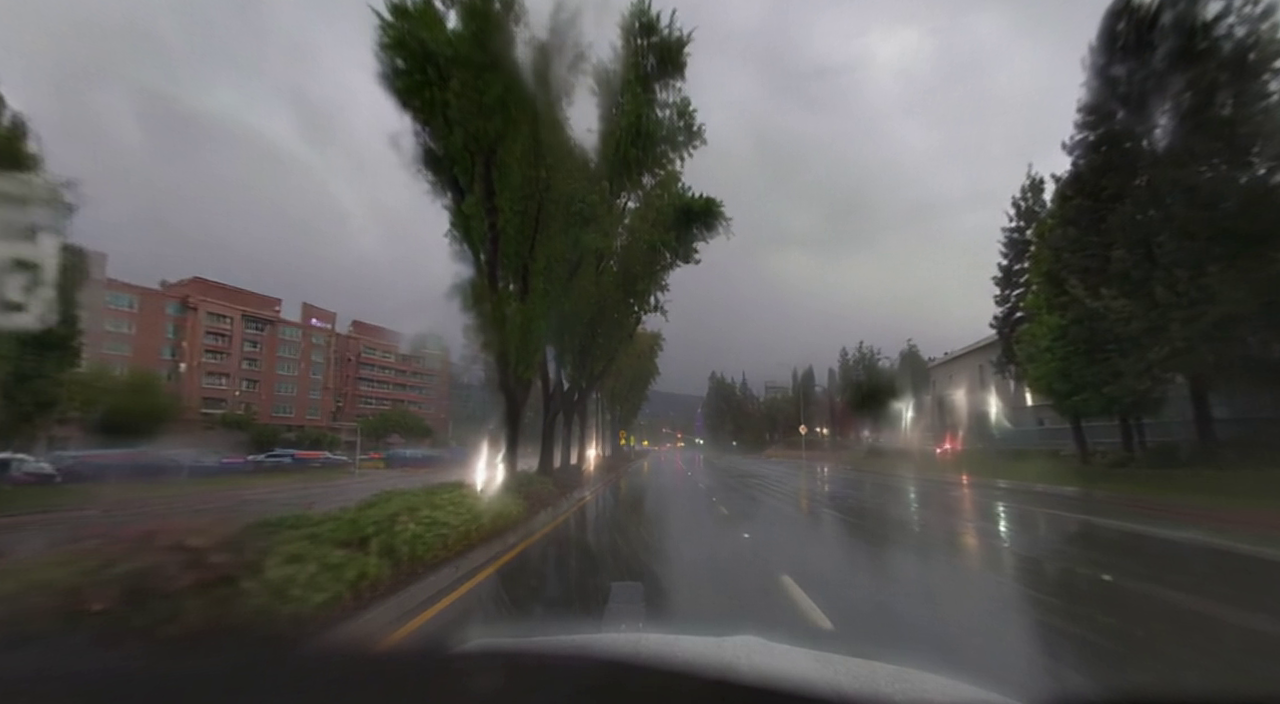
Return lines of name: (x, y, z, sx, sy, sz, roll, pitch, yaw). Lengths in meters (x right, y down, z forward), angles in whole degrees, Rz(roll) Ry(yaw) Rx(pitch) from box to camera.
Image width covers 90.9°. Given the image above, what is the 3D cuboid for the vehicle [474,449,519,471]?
vehicle: (-10.235, 7.710, 45.247, 1.930, 1.494, 4.706, -1, -8, 3)
